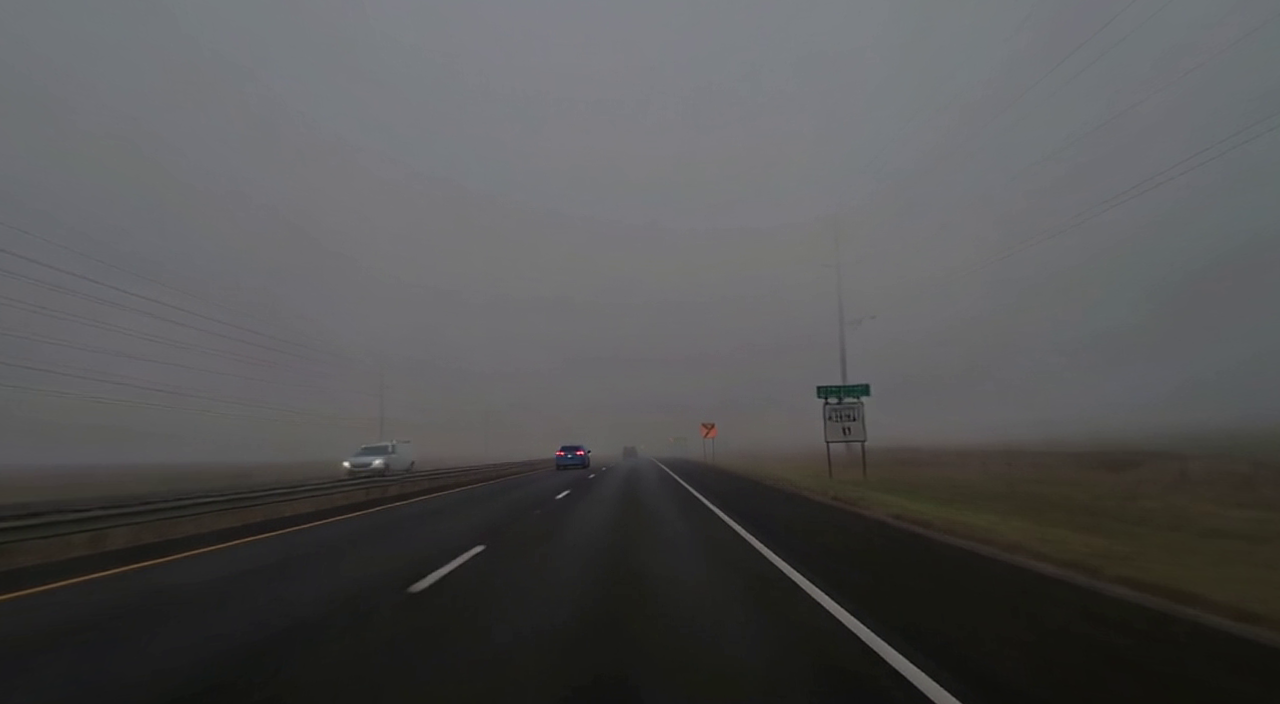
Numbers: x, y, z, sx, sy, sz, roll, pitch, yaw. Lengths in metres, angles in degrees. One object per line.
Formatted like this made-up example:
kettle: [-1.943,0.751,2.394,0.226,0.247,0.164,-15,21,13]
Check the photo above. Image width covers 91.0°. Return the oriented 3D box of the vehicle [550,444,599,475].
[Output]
vehicle: [-3.437,5.735,33.907,2.106,1.543,4.465,0,-9,1]
